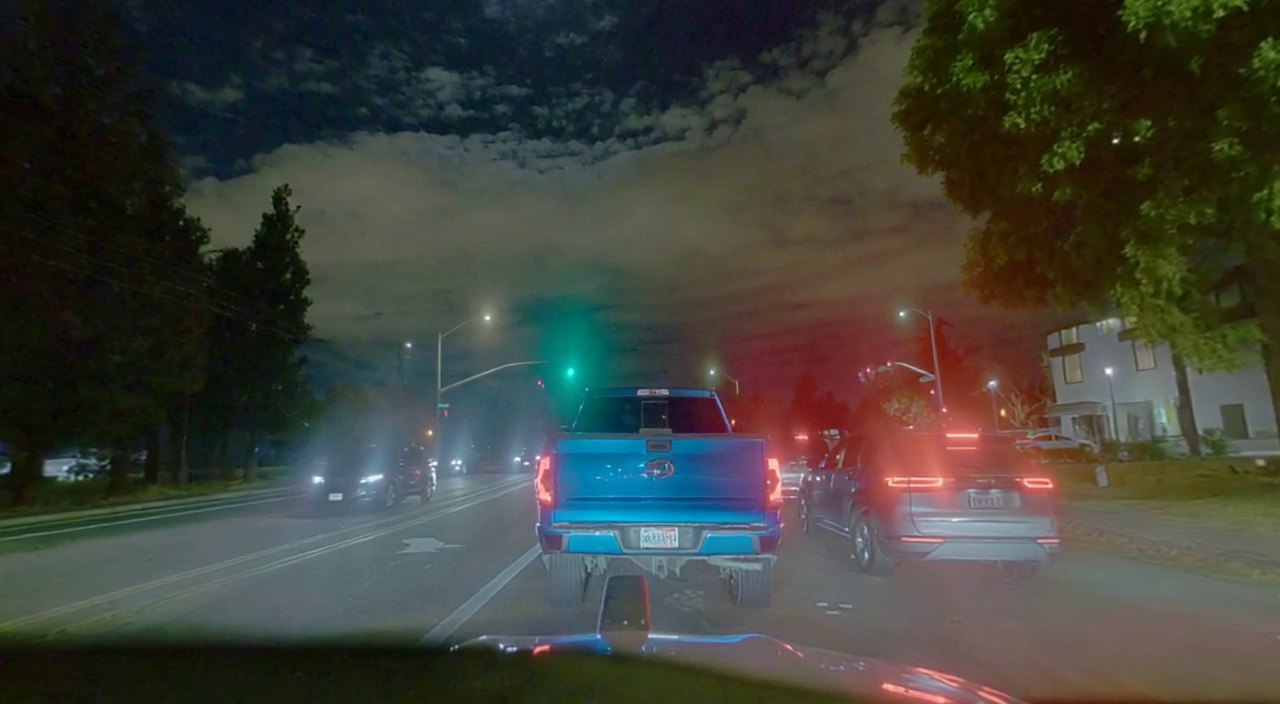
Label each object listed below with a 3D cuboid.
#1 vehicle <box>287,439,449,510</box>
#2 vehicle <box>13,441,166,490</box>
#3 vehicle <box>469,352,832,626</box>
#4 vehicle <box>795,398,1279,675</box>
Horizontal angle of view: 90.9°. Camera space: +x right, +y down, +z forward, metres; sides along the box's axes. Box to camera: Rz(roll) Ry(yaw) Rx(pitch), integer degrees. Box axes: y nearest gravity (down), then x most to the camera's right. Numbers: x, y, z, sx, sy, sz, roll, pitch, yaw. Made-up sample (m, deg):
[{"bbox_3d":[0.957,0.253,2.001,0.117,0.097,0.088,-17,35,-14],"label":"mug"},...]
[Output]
[{"bbox_3d":[-6.521,2.967,15.837,1.905,1.494,4.666,0,-8,1],"label":"vehicle"},{"bbox_3d":[-21.741,4.471,25.206,2.062,1.764,4.508,0,-8,-2],"label":"vehicle"},{"bbox_3d":[0.101,1.394,7.413,2.636,2.011,5.425,0,-8,1],"label":"vehicle"},{"bbox_3d":[3.335,1.501,6.472,2.155,1.667,5.162,0,-8,0],"label":"vehicle"}]
